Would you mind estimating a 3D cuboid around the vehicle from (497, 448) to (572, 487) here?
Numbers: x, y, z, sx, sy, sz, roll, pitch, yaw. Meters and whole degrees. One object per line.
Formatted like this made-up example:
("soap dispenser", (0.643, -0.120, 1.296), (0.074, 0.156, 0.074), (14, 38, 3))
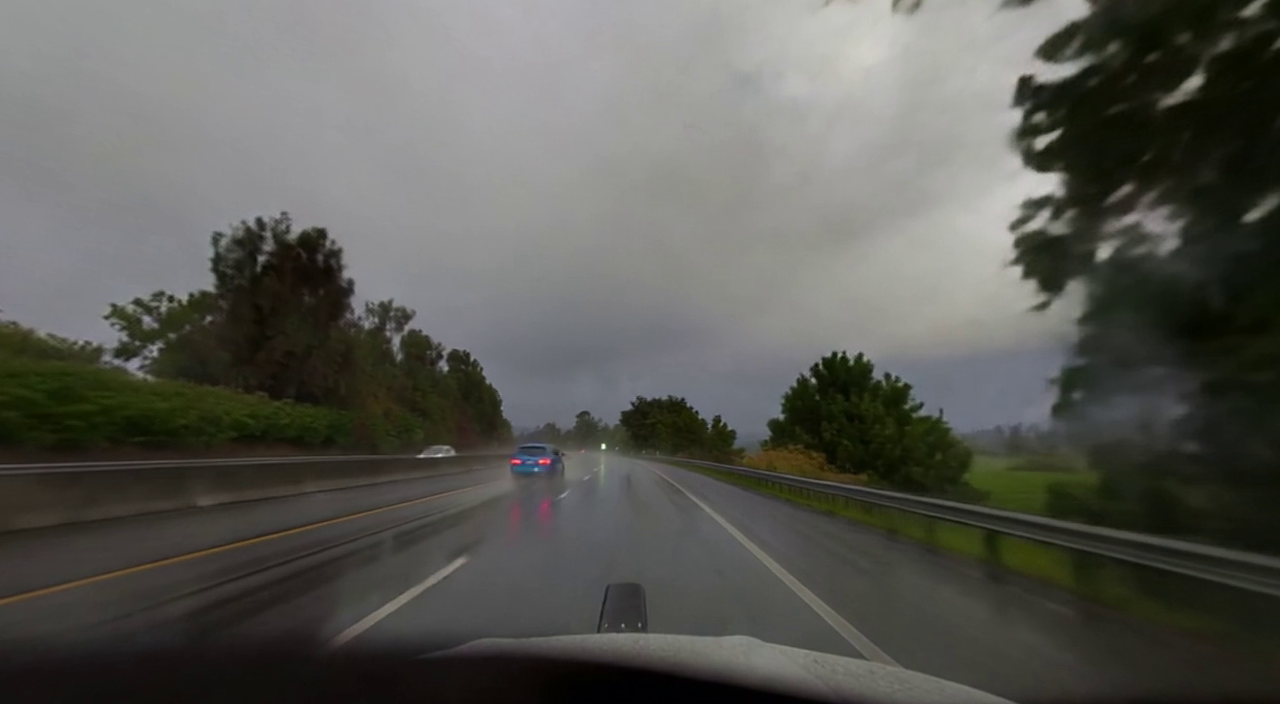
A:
("vehicle", (-4.075, 4.543, 25.135), (2.126, 1.411, 4.433), (0, -9, 1))
